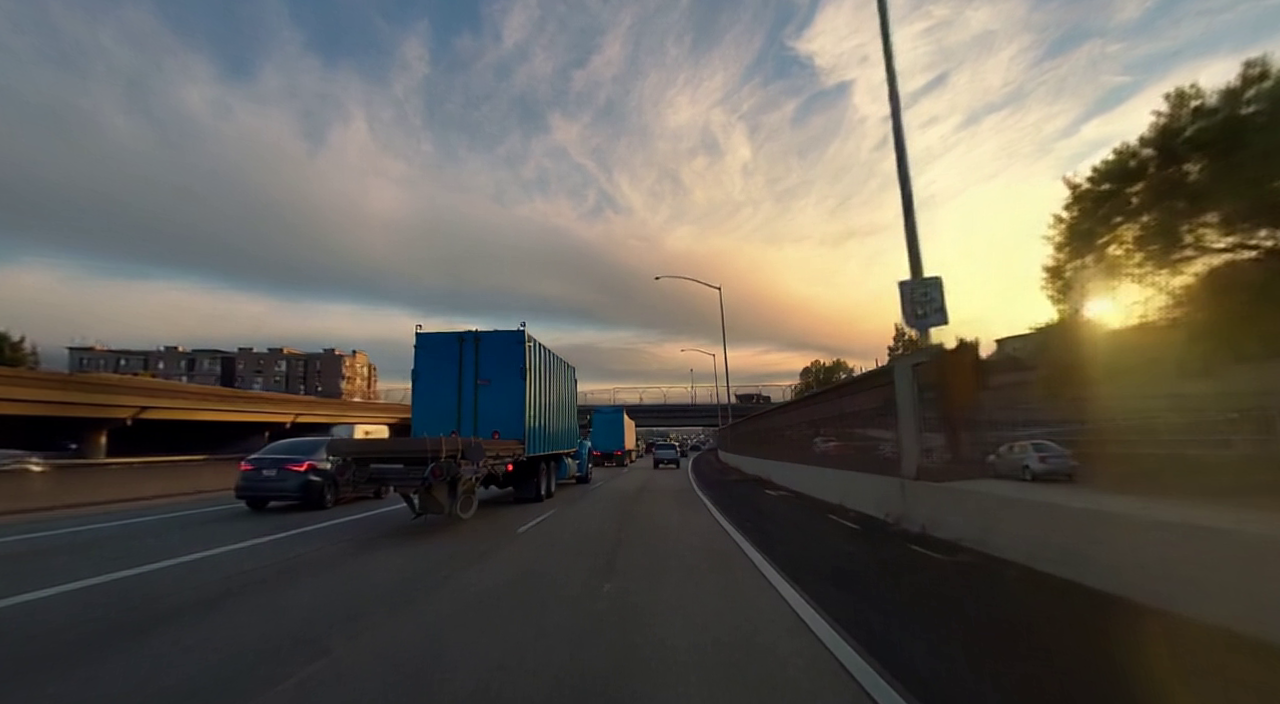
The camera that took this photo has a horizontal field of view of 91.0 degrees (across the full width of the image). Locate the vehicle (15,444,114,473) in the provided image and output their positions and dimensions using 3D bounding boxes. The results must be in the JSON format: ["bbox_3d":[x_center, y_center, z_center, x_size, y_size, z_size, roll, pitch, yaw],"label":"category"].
[{"bbox_3d":[-32.339,5.967,35.523,1.707,1.540,3.921,-1,-9,4],"label":"vehicle"}]

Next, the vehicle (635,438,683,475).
[{"bbox_3d":[0.994,5.056,30.585,2.178,1.640,4.071,-1,-9,4],"label":"vehicle"}]

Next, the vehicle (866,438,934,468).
[{"bbox_3d":[15.263,5.965,37.302,2.237,1.656,4.676,-1,-9,3],"label":"vehicle"}]

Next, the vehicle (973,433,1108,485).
[{"bbox_3d":[14.303,3.841,22.900,2.022,1.675,4.792,-1,-9,4],"label":"vehicle"}]

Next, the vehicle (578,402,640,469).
[{"bbox_3d":[-1.803,5.579,41.517,3.073,3.894,9.782,-1,-9,3],"label":"vehicle"}]

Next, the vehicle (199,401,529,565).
[{"bbox_3d":[-3.360,1.690,8.736,2.896,1.779,3.441,0,-8,2],"label":"vehicle"}]
